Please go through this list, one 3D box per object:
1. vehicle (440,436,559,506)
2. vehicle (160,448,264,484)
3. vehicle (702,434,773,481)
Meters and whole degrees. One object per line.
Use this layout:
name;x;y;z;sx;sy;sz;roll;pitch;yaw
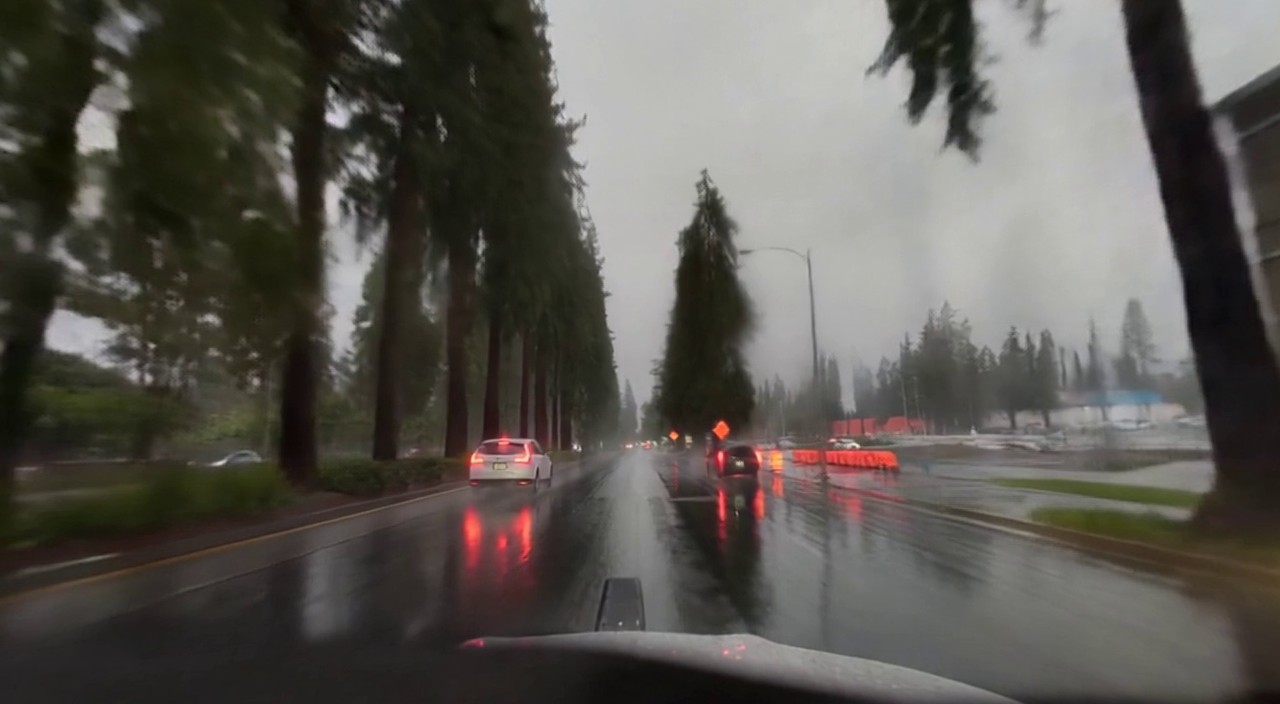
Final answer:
vehicle;-3.285;2.876;15.688;2.020;1.474;4.098;0;-9;0
vehicle;-21.521;5.725;32.054;1.958;1.641;4.663;0;-9;1
vehicle;4.023;4.469;27.036;2.159;1.793;4.735;0;-9;-1
